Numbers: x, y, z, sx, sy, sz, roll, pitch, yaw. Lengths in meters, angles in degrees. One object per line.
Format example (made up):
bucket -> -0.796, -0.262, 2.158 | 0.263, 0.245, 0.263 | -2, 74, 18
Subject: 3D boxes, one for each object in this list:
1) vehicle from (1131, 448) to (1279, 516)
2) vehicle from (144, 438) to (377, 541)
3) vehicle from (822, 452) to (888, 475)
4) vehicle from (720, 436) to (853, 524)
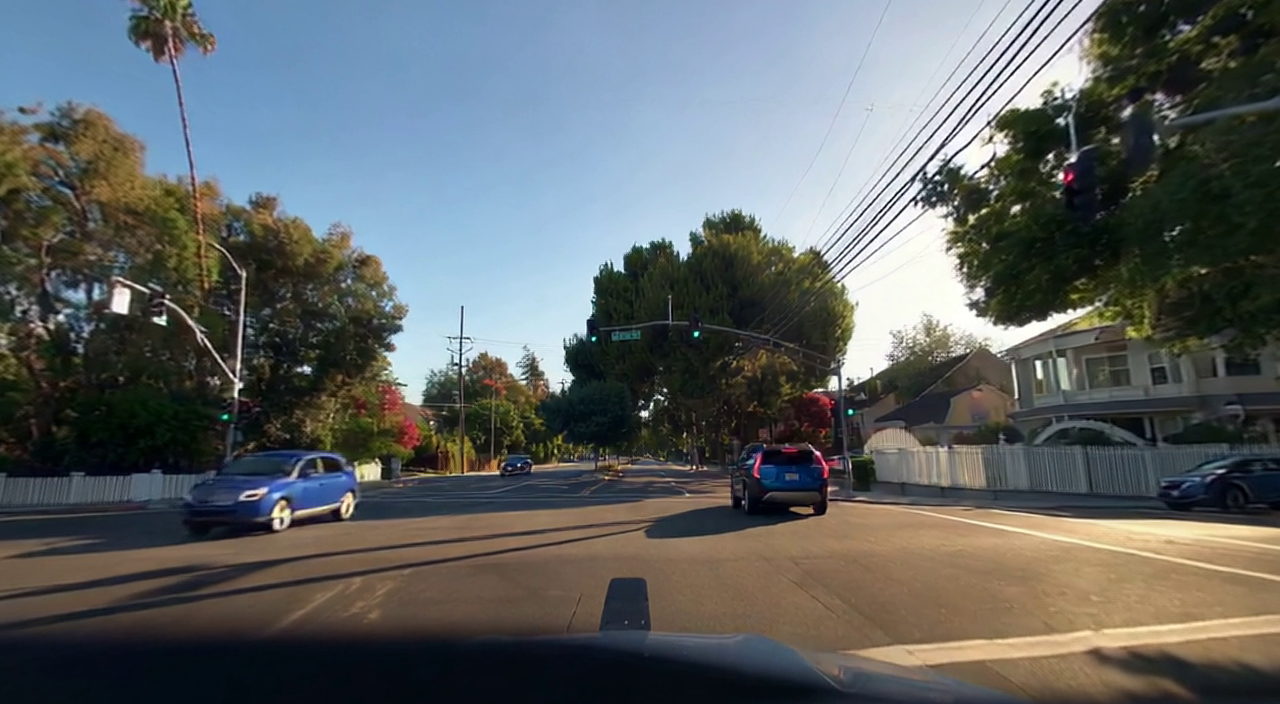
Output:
vehicle -> 16.127, 3.344, 16.530 | 4.596, 1.637, 2.172 | 0, -9, 0
vehicle -> -7.224, 2.624, 12.679 | 1.981, 1.689, 4.233 | 0, -9, 1
vehicle -> 15.586, 8.099, 45.857 | 4.135, 1.558, 1.929 | 0, -8, 3
vehicle -> 3.437, 3.101, 15.920 | 2.144, 1.843, 4.827 | 0, -9, 0
